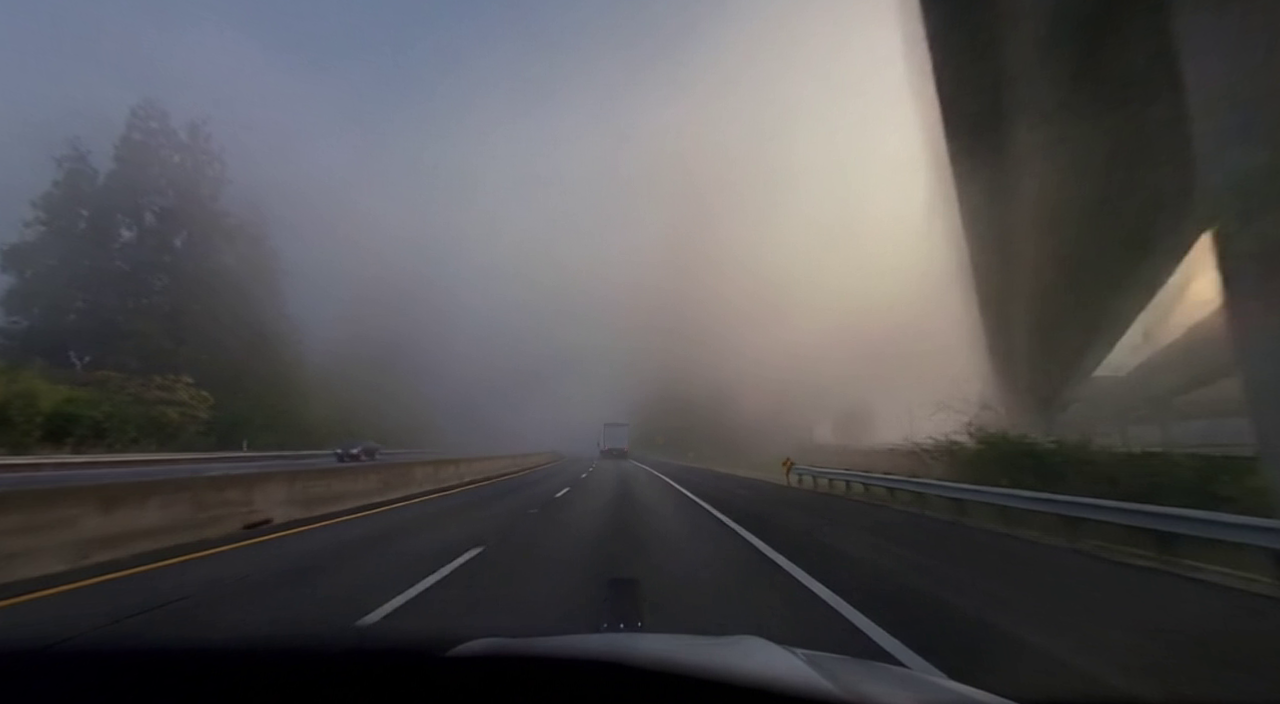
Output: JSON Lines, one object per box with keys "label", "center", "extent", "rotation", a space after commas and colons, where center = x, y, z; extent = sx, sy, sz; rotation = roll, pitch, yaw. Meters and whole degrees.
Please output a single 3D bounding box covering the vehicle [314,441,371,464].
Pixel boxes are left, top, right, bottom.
{"label": "vehicle", "center": [-20.932, 7.132, 44.649], "extent": [1.848, 1.540, 4.633], "rotation": [0, -9, -1]}
